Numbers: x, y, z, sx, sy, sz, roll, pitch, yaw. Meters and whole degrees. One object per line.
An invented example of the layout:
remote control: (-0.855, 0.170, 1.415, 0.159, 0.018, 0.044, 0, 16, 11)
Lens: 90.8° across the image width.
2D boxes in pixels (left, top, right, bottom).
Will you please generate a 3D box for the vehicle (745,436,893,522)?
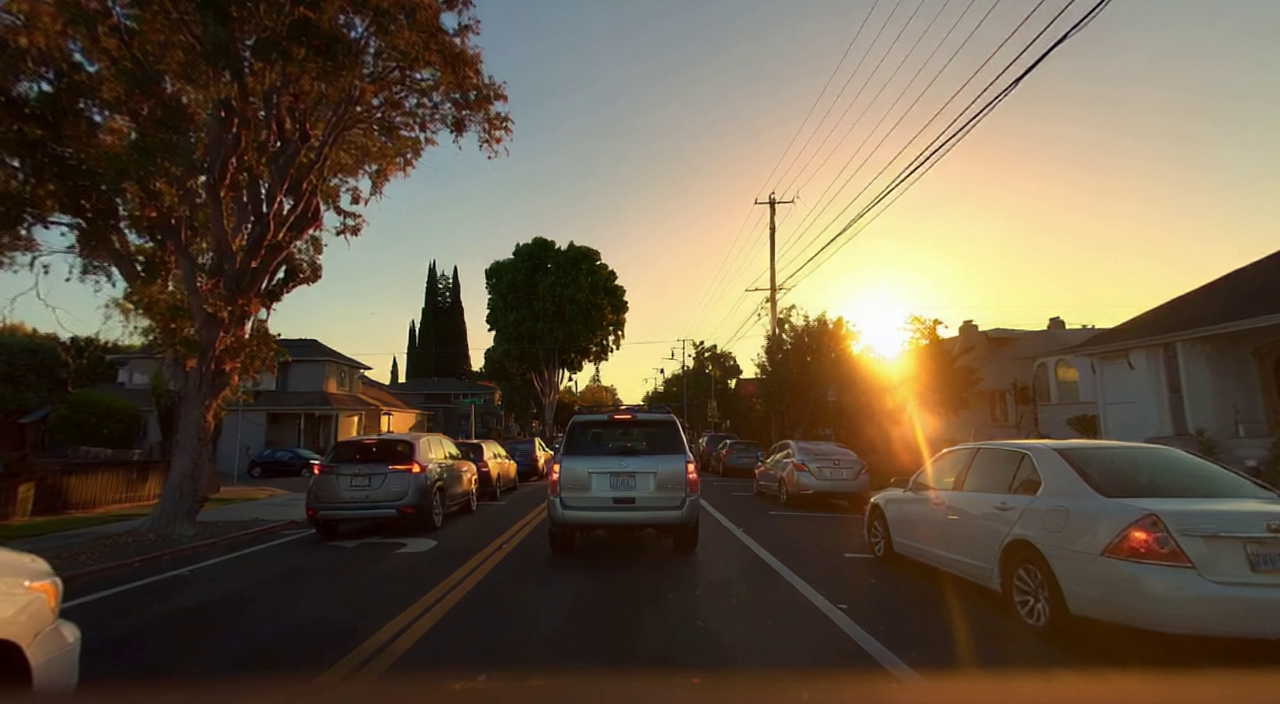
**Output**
vehicle: (3.470, 2.524, 13.085, 1.880, 1.476, 3.932, 0, -8, 0)

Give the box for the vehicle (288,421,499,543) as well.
vehicle: (-3.723, 2.024, 10.522, 1.864, 1.576, 4.324, 0, -8, -2)

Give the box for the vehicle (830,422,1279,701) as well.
vehicle: (3.473, 1.463, 5.762, 1.977, 1.480, 4.589, 0, -8, -1)

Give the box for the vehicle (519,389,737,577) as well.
vehicle: (-0.205, 1.613, 8.531, 2.164, 1.867, 4.254, 0, -8, -2)
